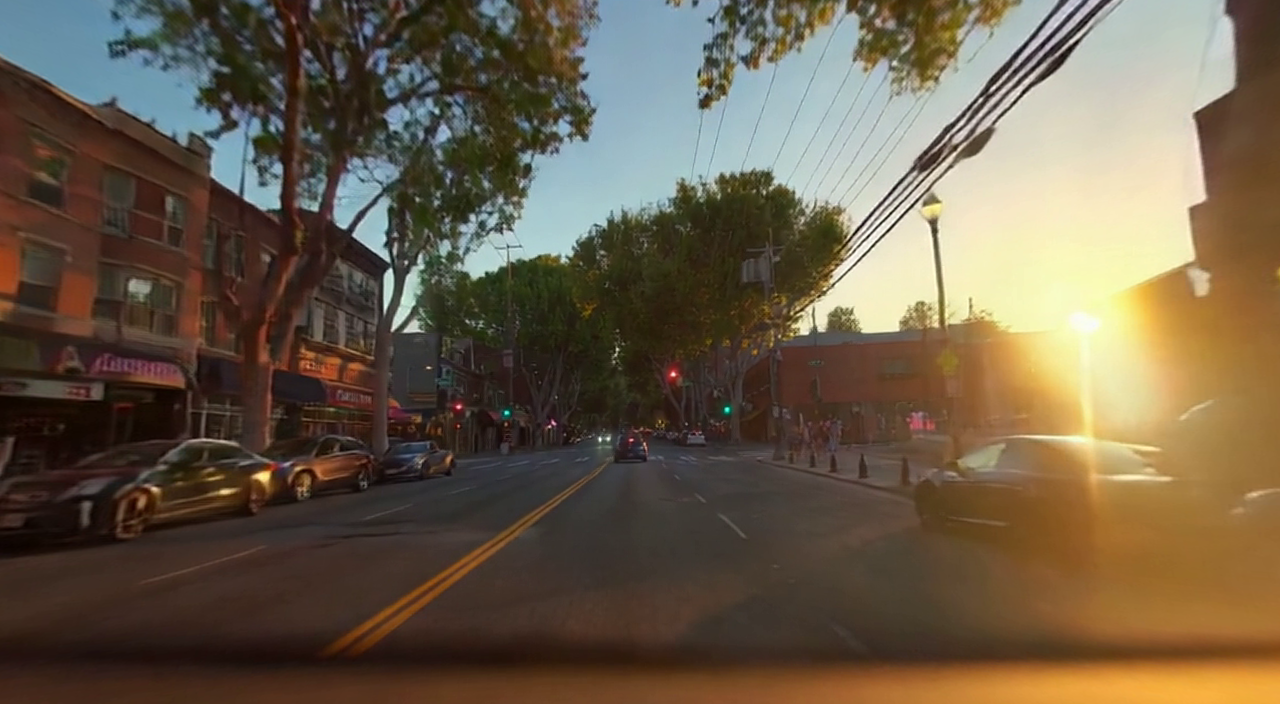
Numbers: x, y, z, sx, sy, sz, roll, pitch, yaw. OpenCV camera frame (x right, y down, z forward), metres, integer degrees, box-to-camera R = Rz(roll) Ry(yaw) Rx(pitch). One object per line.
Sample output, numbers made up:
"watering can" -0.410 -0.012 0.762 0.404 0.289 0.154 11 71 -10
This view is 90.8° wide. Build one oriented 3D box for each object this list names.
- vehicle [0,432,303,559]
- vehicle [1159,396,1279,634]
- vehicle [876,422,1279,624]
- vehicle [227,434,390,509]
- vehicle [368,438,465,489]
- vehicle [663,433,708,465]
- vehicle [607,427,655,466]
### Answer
"vehicle" -9.381 2.612 12.401 2.305 1.883 5.580 0 -9 2
"vehicle" 5.871 1.017 3.291 2.070 1.761 4.848 0 -8 -2
"vehicle" 5.530 1.900 8.509 2.266 1.705 5.998 0 -8 -1
"vehicle" -9.655 3.486 19.081 1.980 1.931 5.487 0 -8 -1
"vehicle" -9.675 4.852 27.994 2.048 1.985 6.011 0 -9 0
"vehicle" 2.385 5.201 34.005 1.998 1.580 4.015 0 -8 -1
"vehicle" -0.461 4.928 33.073 2.301 1.854 4.919 0 -8 -1
